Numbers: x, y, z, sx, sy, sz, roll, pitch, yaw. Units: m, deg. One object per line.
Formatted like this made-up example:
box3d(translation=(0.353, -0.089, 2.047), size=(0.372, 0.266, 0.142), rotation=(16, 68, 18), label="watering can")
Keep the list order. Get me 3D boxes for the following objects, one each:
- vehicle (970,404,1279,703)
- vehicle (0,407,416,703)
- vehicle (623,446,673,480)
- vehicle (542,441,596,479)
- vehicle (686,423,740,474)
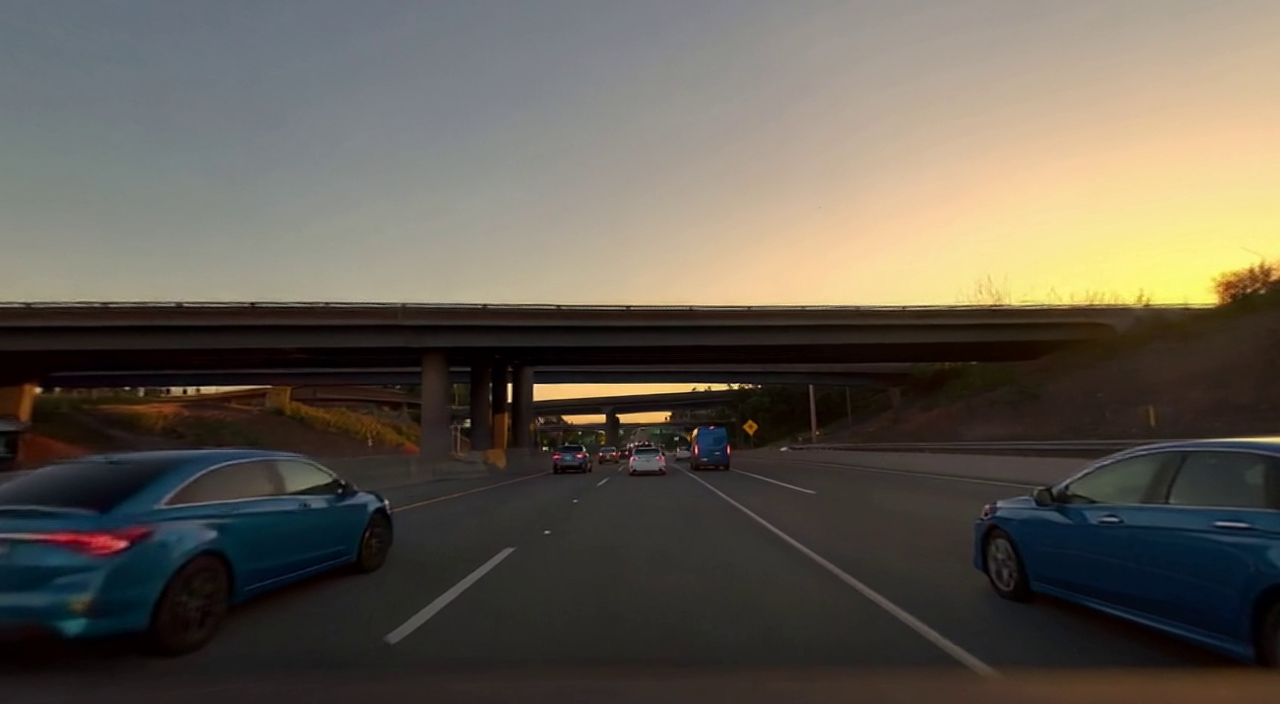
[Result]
box3d(translation=(4.121, 1.113, 3.573), size=(2.085, 1.558, 4.466), rotation=(0, -8, 0), label="vehicle")
box3d(translation=(-3.690, 1.361, 5.231), size=(2.137, 1.562, 3.926), rotation=(0, -8, 1), label="vehicle")
box3d(translation=(0.362, 5.162, 29.591), size=(2.174, 1.467, 4.005), rotation=(0, -8, 0), label="vehicle")
box3d(translation=(-3.397, 5.269, 31.045), size=(2.078, 1.706, 4.298), rotation=(-1, -8, 2), label="vehicle")
box3d(translation=(4.246, 5.753, 37.866), size=(2.436, 2.745, 6.607), rotation=(0, -8, 0), label="vehicle")
